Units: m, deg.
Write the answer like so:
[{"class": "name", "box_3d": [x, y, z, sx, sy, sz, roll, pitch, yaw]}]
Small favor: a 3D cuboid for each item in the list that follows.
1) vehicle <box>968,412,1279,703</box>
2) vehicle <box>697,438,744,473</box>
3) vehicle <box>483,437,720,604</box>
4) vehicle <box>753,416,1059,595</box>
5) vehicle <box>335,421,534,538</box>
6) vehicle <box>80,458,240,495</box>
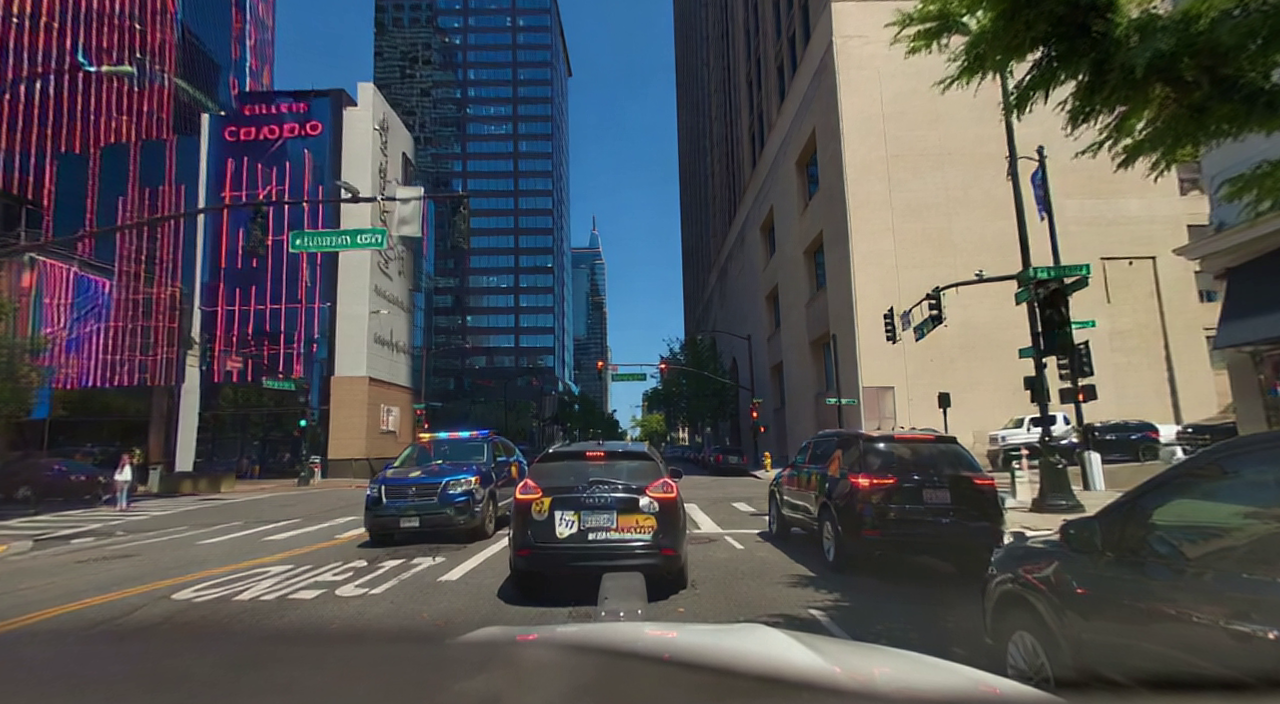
[{"class": "vehicle", "box_3d": [2.745, 0.807, 1.119, 1.902, 1.454, 4.540, 0, -8, 0]}, {"class": "vehicle", "box_3d": [5.648, 7.335, 45.061, 2.420, 2.300, 5.313, 0, -8, -3]}, {"class": "vehicle", "box_3d": [-0.368, 1.801, 7.718, 2.092, 1.454, 4.132, 0, -8, -1]}, {"class": "vehicle", "box_3d": [3.030, 1.853, 8.628, 2.072, 1.735, 4.759, 0, -8, 0]}, {"class": "vehicle", "box_3d": [-3.695, 2.411, 12.693, 2.190, 1.840, 5.272, 0, -8, 0]}, {"class": "vehicle", "box_3d": [-20.185, 5.243, 26.724, 5.153, 1.449, 1.966, 0, -8, 1]}]
